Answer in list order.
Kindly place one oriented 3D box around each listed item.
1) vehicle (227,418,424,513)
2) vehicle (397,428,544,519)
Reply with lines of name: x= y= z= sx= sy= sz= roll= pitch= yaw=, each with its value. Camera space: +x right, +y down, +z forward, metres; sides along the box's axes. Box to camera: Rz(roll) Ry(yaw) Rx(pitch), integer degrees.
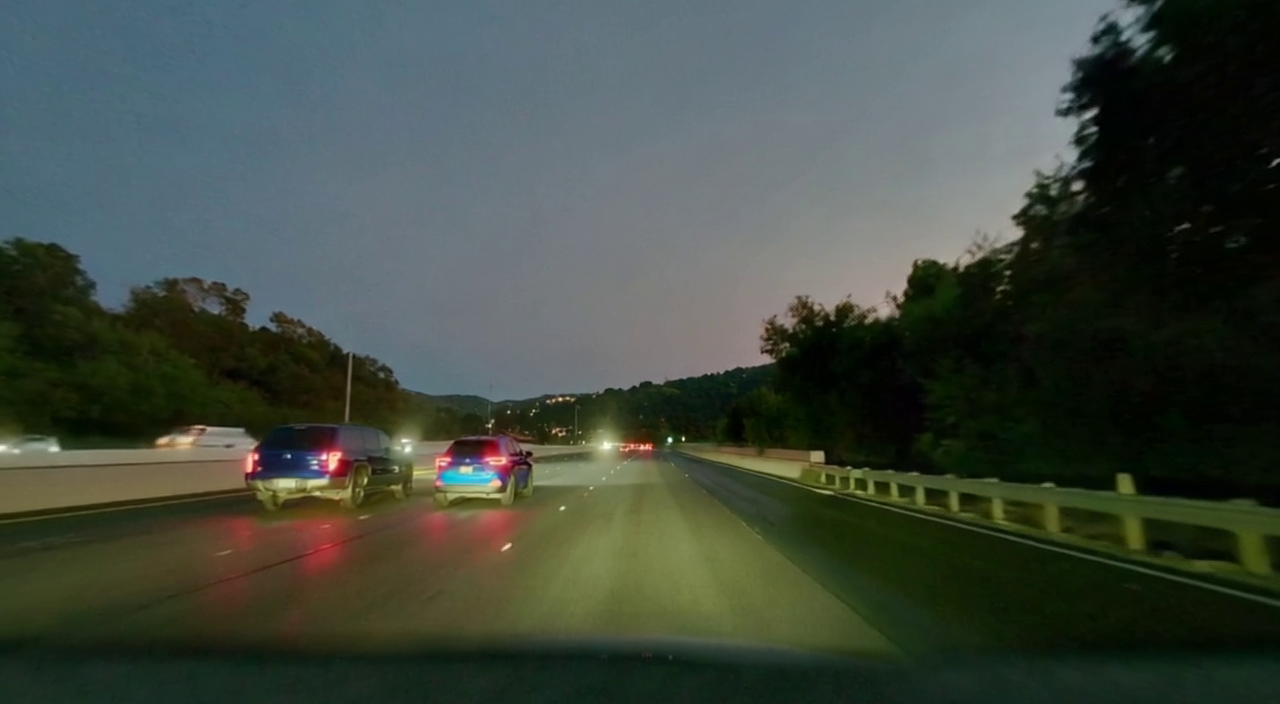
vehicle: x=-7.283 y=2.697 z=15.421 sx=2.151 sy=1.925 sz=4.945 roll=0 pitch=-9 yaw=1
vehicle: x=-3.499 y=2.592 z=13.954 sx=1.983 sy=1.663 sz=4.290 roll=0 pitch=-9 yaw=1
